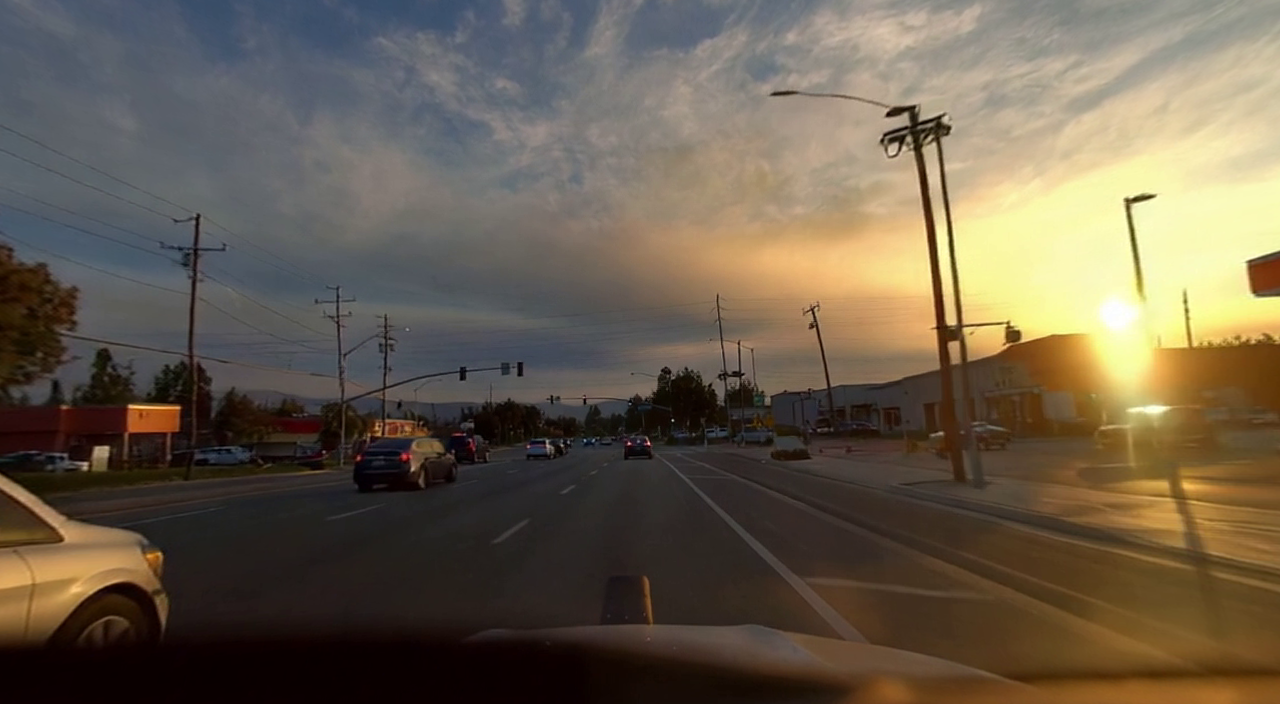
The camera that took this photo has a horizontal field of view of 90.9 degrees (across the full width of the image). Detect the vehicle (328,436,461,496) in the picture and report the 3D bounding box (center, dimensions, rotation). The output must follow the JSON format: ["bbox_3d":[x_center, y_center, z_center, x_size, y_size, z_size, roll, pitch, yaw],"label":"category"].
[{"bbox_3d":[-6.730,3.142,17.874,1.960,1.468,4.345,0,-8,1],"label":"vehicle"}]

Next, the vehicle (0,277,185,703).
[{"bbox_3d":[-3.261,0.445,0.506,2.190,1.844,4.751,0,-8,0],"label":"vehicle"}]

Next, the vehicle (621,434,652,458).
[{"bbox_3d":[-0.245,7.043,47.449,2.211,1.717,4.379,0,-8,1],"label":"vehicle"}]

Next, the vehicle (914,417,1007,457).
[{"bbox_3d":[15.924,4.290,31.642,2.116,1.849,4.806,0,-8,0],"label":"vehicle"}]

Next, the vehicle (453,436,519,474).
[{"bbox_3d":[-6.733,4.527,27.995,1.804,1.513,4.191,0,-8,1],"label":"vehicle"}]

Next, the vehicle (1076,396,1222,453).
[{"bbox_3d":[23.640,3.486,29.708,2.314,2.302,5.730,-4,-8,5],"label":"vehicle"}]

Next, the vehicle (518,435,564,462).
[{"bbox_3d":[-6.326,6.257,40.852,2.130,1.636,4.427,0,-8,2],"label":"vehicle"}]
